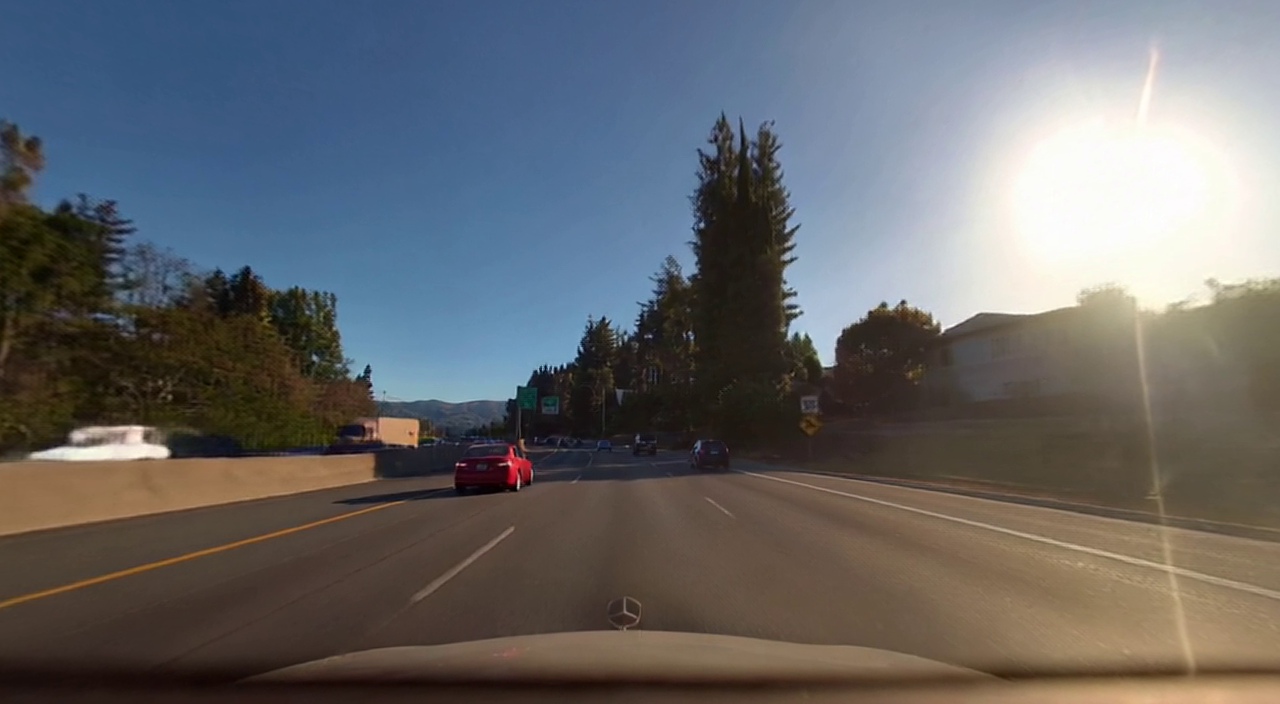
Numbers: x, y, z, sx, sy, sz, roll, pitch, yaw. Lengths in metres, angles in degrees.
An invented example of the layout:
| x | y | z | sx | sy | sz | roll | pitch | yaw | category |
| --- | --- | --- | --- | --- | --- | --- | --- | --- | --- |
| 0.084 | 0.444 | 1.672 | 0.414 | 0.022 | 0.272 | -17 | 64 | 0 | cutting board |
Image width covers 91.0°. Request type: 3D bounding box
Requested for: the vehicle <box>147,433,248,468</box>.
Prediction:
| x | y | z | sx | sy | sz | roll | pitch | yaw | category |
| --- | --- | --- | --- | --- | --- | --- | --- | --- | --- |
| -20.681 | 4.622 | 29.679 | 1.857 | 1.522 | 4.077 | 0 | -8 | -1 | vehicle |

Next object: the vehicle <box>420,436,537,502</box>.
| x | y | z | sx | sy | sz | roll | pitch | yaw | category |
| --- | --- | --- | --- | --- | --- | --- | --- | --- | --- |
| -4.155 | 3.084 | 17.052 | 2.036 | 1.528 | 4.400 | 0 | -9 | -1 | vehicle |

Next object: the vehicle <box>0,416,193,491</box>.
| x | y | z | sx | sy | sz | roll | pitch | yaw | category |
| --- | --- | --- | --- | --- | --- | --- | --- | --- | --- |
| -16.437 | 2.920 | 18.293 | 2.878 | 1.844 | 5.557 | 0 | -9 | -2 | vehicle |

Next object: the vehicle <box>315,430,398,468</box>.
| x | y | z | sx | sy | sz | roll | pitch | yaw | category |
| --- | --- | --- | --- | --- | --- | --- | --- | --- | --- |
| -12.890 | 4.444 | 28.951 | 1.896 | 1.590 | 4.222 | 0 | -9 | -1 | vehicle |

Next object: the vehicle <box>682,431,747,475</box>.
| x | y | z | sx | sy | sz | roll | pitch | yaw | category |
| --- | --- | --- | --- | --- | --- | --- | --- | --- | --- |
| 3.027 | 4.228 | 26.505 | 2.092 | 1.686 | 4.188 | 0 | -9 | -2 | vehicle |
